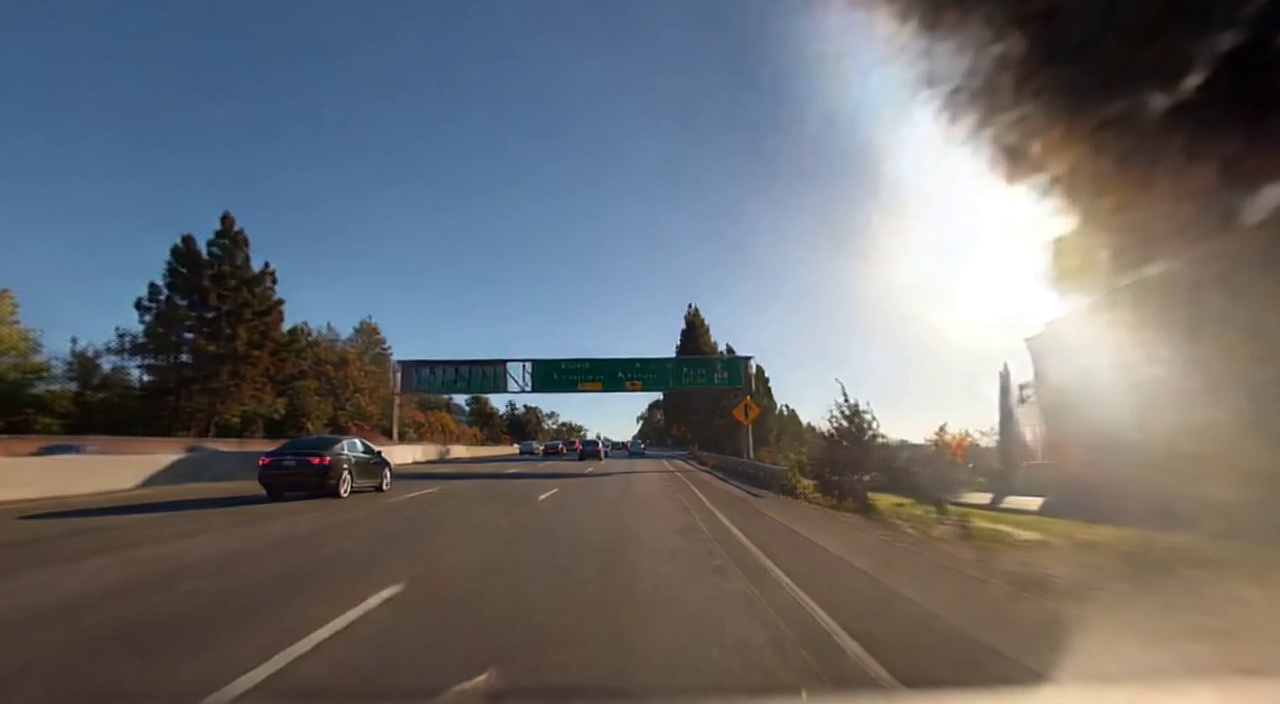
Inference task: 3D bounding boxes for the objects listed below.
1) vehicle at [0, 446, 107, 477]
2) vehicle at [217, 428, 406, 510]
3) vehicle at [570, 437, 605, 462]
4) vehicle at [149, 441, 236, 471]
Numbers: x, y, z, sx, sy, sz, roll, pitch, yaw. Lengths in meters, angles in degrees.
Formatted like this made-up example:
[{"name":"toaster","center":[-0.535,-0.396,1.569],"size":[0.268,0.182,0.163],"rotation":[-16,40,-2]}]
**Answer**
[{"name":"vehicle","center":[-31.333,5.804,33.598],"size":[1.871,1.509,4.388],"rotation":[0,-8,1]},{"name":"vehicle","center":[-7.584,2.732,15.223],"size":[2.071,1.661,4.540],"rotation":[0,-8,1]},{"name":"vehicle","center":[-3.849,7.270,47.074],"size":[2.158,1.717,4.375],"rotation":[0,-8,1]},{"name":"vehicle","center":[-27.123,6.290,38.361],"size":[1.929,1.714,4.511],"rotation":[0,-8,1]}]
